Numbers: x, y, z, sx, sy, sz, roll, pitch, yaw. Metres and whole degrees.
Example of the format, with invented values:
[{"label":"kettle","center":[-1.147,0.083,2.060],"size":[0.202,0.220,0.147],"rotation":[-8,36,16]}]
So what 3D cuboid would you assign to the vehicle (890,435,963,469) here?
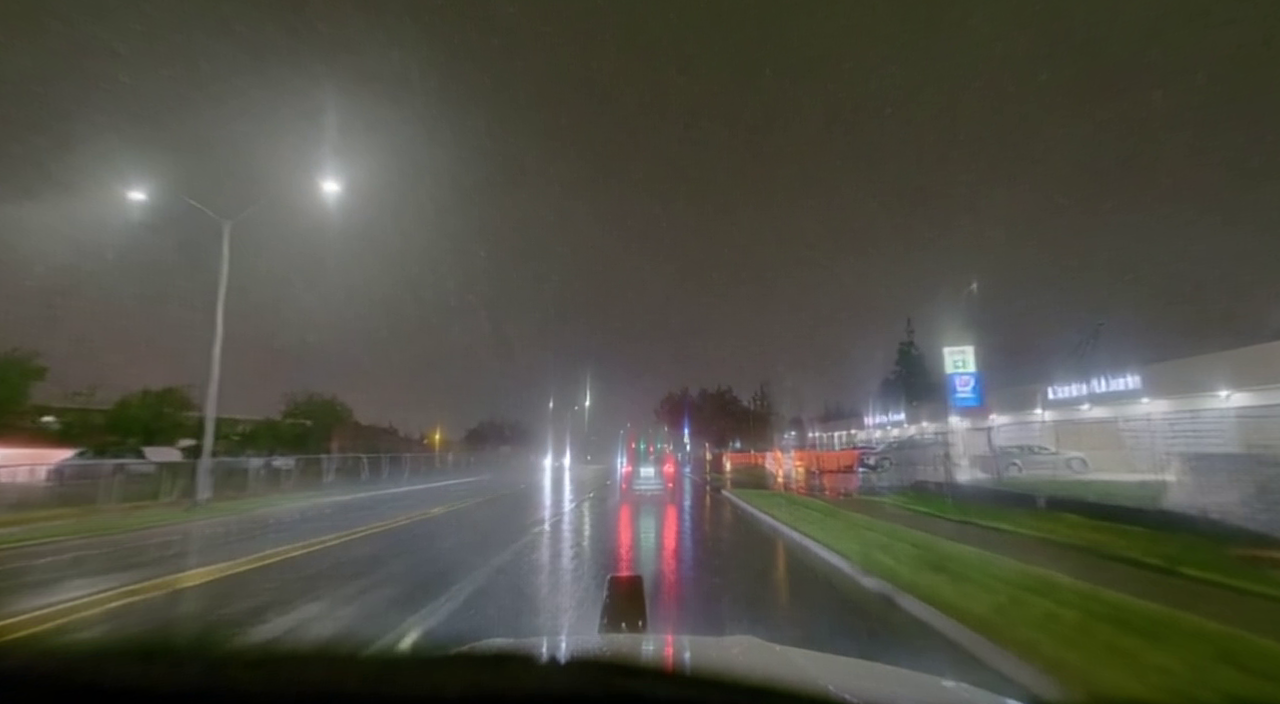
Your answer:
[{"label":"vehicle","center":[16.473,5.782,36.361],"size":[2.101,1.825,4.700],"rotation":[-1,-9,2]}]

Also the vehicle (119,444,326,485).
[{"label":"vehicle","center":[-27.441,7.551,43.108],"size":[2.951,2.274,15.187],"rotation":[-1,-9,5]}]

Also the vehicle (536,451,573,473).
[{"label":"vehicle","center":[-6.318,8.173,46.810],"size":[2.034,1.499,4.236],"rotation":[-1,-9,2]}]

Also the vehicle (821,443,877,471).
[{"label":"vehicle","center":[12.206,6.154,36.929],"size":[1.970,1.501,4.514],"rotation":[-1,-9,3]}]

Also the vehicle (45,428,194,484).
[{"label":"vehicle","center":[-31.569,6.311,38.555],"size":[2.945,3.103,6.716],"rotation":[0,-8,5]}]

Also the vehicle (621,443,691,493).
[{"label":"vehicle","center":[0.494,3.887,21.361],"size":[2.144,1.514,4.063],"rotation":[0,-9,0]}]
